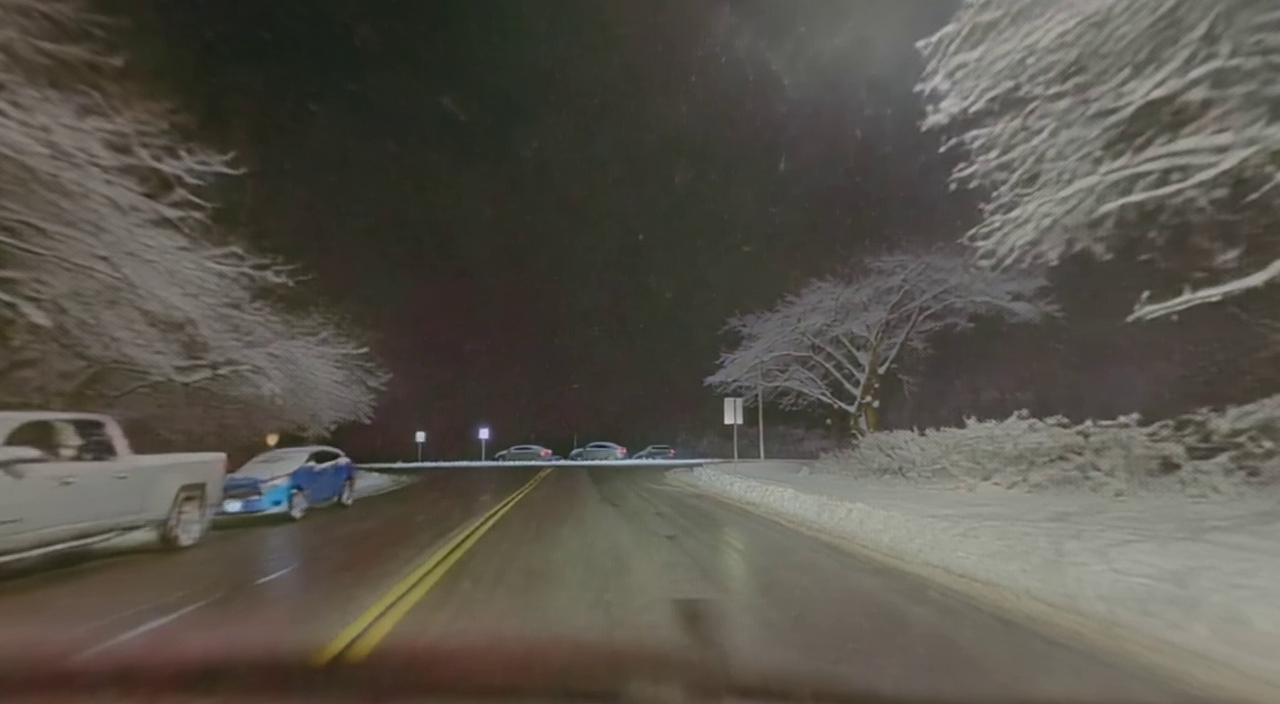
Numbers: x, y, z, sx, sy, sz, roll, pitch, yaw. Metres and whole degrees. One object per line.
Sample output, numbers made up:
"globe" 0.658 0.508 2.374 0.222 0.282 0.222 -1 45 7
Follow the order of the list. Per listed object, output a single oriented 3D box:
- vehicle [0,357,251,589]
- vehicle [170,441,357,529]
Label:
"vehicle" -7.475 1.563 7.439 2.583 2.167 5.667 -4 -11 -5
"vehicle" -8.168 2.853 14.240 1.934 1.646 4.273 1 -8 -6
